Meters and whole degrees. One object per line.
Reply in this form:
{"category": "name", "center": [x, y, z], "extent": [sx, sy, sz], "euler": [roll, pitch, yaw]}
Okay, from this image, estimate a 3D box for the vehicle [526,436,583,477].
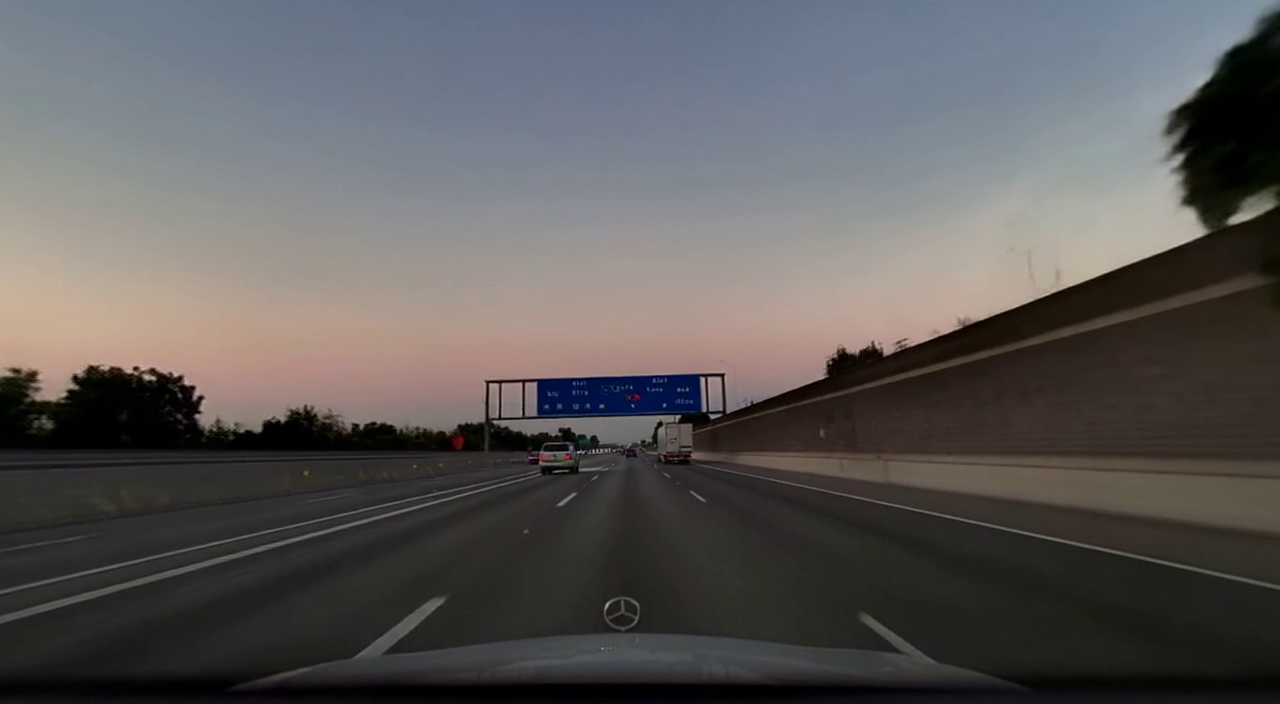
{"category": "vehicle", "center": [-4.137, 5.155, 31.173], "extent": [2.173, 1.857, 4.800], "euler": [0, -9, 0]}
